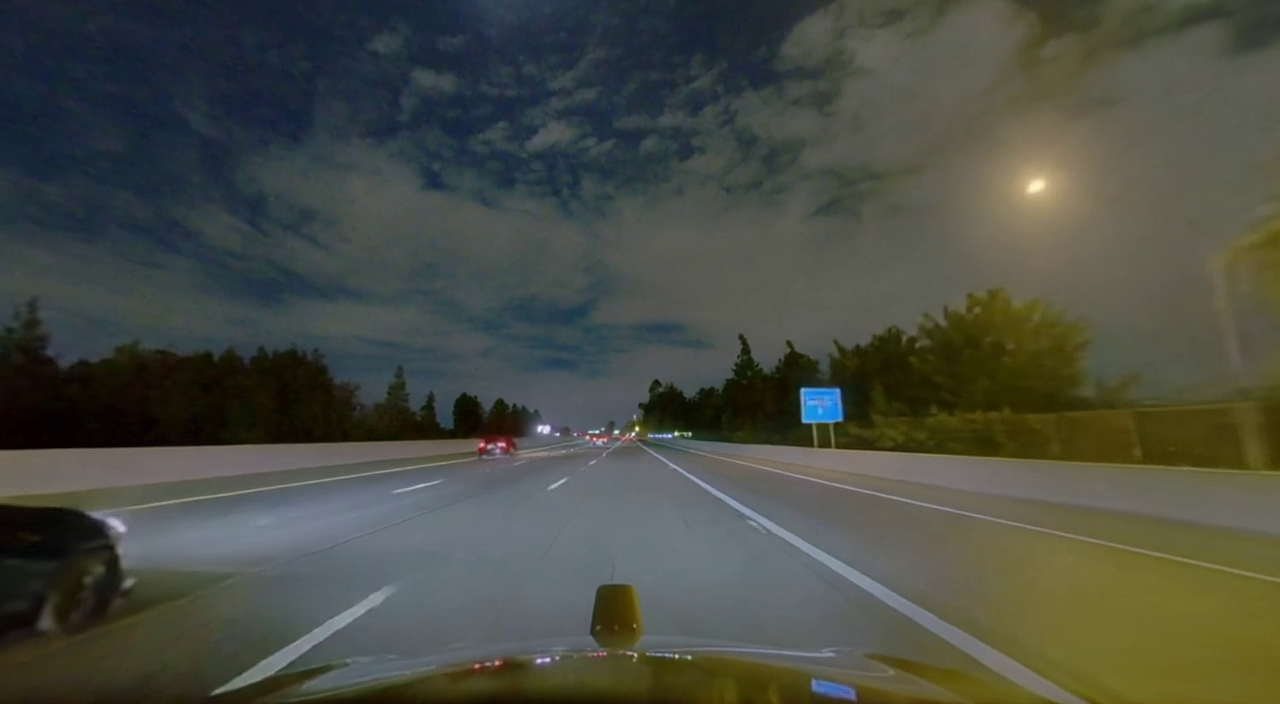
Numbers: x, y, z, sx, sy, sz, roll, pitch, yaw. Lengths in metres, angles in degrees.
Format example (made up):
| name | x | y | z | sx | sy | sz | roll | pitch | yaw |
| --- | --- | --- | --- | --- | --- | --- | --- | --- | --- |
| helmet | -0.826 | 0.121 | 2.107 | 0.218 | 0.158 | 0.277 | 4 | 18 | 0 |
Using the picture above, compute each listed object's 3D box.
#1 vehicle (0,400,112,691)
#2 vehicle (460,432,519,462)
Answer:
| name | x | y | z | sx | sy | sz | roll | pitch | yaw |
| --- | --- | --- | --- | --- | --- | --- | --- | --- | --- |
| vehicle | -4.249 | 0.841 | 2.026 | 1.912 | 1.495 | 3.703 | 0 | -8 | -1 |
| vehicle | -8.487 | 5.360 | 36.035 | 2.092 | 1.574 | 5.251 | 0 | -8 | 0 |
